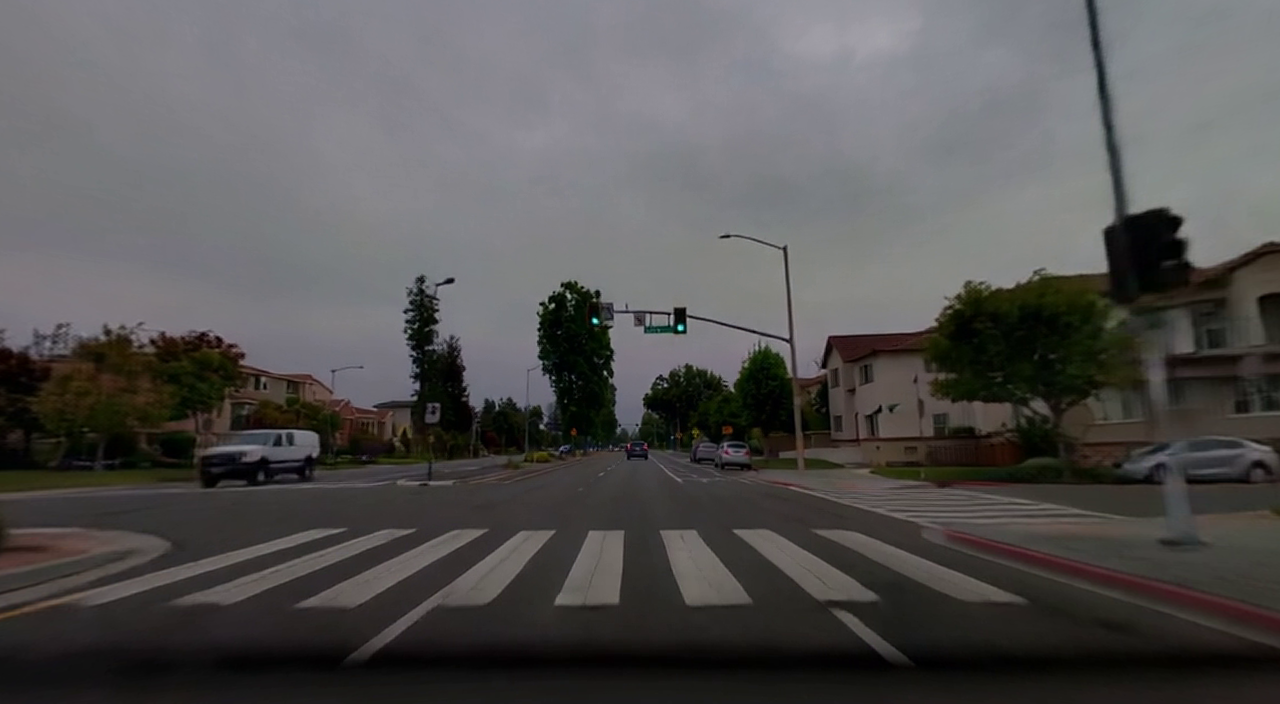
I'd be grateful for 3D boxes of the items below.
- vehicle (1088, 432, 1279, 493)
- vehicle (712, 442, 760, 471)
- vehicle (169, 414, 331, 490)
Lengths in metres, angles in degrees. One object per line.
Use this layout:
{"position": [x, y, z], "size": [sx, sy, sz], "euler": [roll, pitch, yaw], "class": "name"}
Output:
{"position": [16.895, 3.373, 19.558], "size": [4.561, 1.723, 2.030], "euler": [0, -8, -5], "class": "vehicle"}
{"position": [5.611, 6.133, 37.454], "size": [2.066, 1.552, 4.799], "euler": [0, -8, -1], "class": "vehicle"}
{"position": [-16.629, 4.335, 27.666], "size": [2.620, 2.901, 6.931], "euler": [0, -8, 0], "class": "vehicle"}
